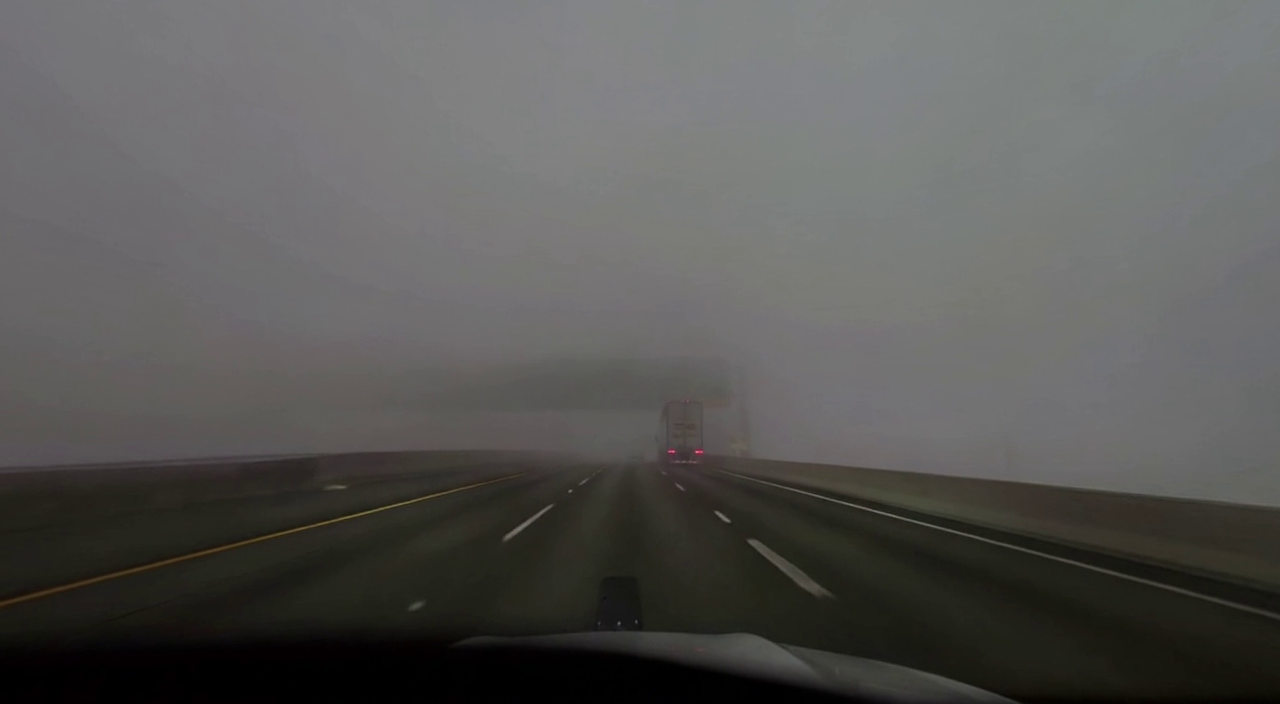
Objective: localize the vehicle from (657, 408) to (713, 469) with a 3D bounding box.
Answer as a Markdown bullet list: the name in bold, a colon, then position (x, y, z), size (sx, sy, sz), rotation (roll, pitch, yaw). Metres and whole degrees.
- **vehicle**: position (3.190, 6.843, 48.946), size (3.244, 4.020, 14.561), rotation (0, -9, 0)
